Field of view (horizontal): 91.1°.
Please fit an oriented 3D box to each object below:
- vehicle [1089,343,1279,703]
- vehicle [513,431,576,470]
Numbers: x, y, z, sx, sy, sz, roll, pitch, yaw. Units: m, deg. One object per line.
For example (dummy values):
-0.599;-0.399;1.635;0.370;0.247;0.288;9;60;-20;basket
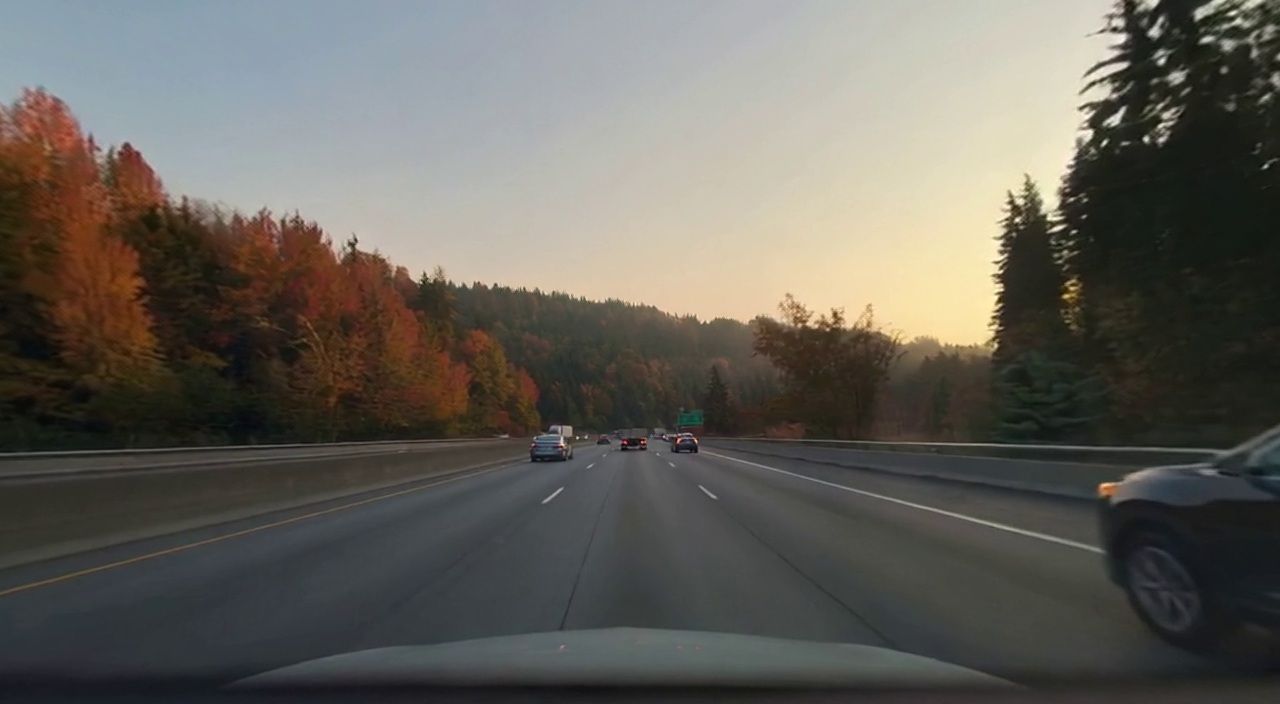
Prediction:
3.929;0.663;1.842;1.962;1.680;4.298;0;-8;-1;vehicle
-3.878;4.056;26.169;2.027;1.501;3.920;0;-8;-1;vehicle
